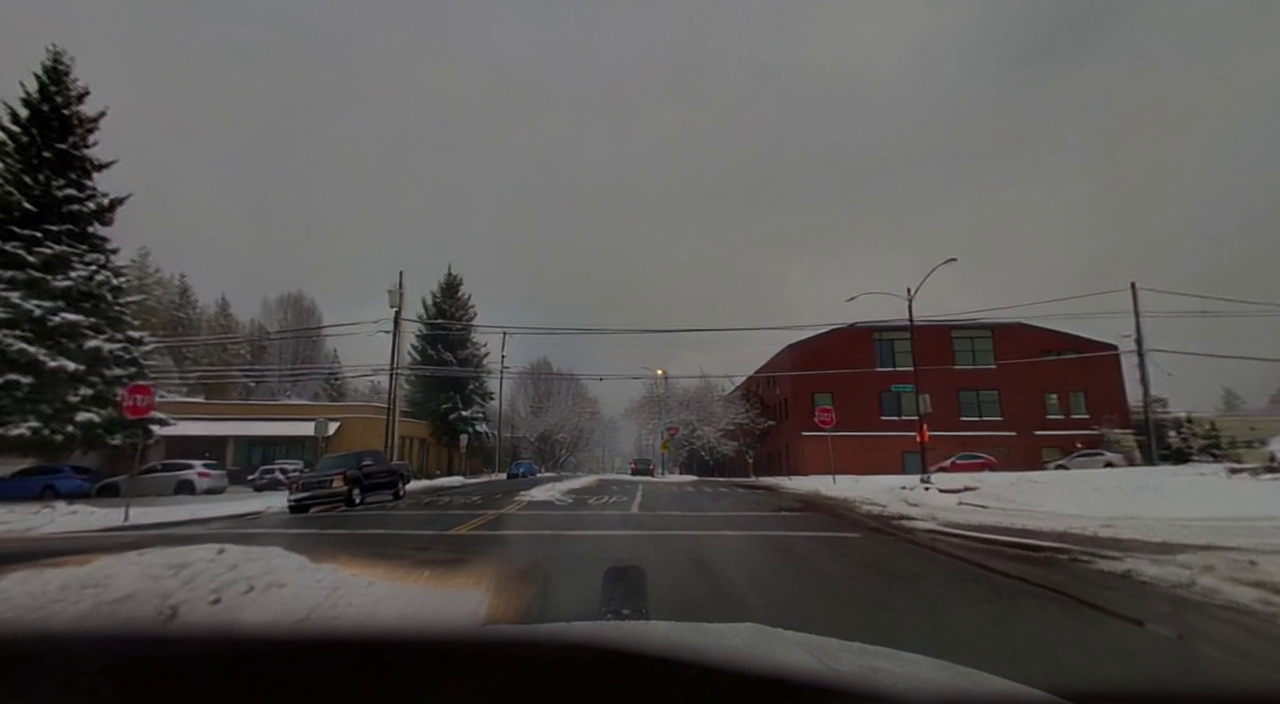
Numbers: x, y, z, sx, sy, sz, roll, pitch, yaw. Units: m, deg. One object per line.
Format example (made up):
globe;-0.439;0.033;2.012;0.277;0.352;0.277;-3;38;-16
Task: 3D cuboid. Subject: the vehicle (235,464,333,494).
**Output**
vehicle;-19.875;7.102;35.327;4.277;1.527;1.987;0;-9;-2

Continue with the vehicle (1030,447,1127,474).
vehicle;25.904;6.416;37.298;4.323;1.507;1.896;0;-9;-3

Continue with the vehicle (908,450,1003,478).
vehicle;18.446;6.547;36.995;4.528;1.458;1.939;0;-7;-4

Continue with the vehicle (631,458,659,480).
vehicle;0.345;8.689;47.144;1.851;1.471;4.372;0;-9;-2

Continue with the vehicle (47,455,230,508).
vehicle;-17.592;4.496;22.349;2.010;1.583;4.582;-7;-10;35

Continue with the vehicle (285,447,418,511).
vehicle;-8.493;3.788;19.159;2.156;1.620;4.945;0;-10;-6
